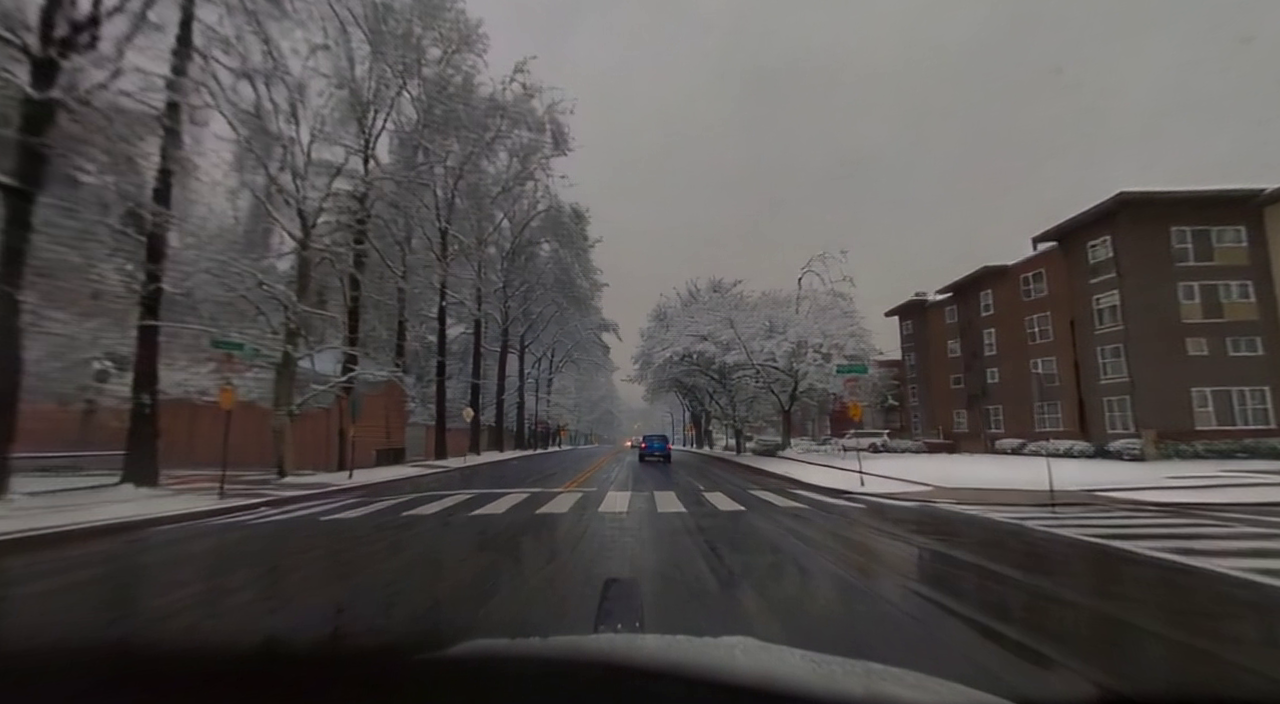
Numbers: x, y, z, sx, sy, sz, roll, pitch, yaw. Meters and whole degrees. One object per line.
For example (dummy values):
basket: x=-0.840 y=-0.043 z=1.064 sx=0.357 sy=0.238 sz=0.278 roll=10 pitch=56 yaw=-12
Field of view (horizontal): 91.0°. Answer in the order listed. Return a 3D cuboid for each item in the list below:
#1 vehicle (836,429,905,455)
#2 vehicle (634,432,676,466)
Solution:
vehicle: x=17.159 y=6.752 z=47.000 sx=4.237 sy=1.819 sz=2.245 roll=-1 pitch=-9 yaw=0
vehicle: x=0.742 y=5.120 z=33.391 sx=1.981 sy=1.703 sz=3.691 roll=0 pitch=-8 yaw=-2
